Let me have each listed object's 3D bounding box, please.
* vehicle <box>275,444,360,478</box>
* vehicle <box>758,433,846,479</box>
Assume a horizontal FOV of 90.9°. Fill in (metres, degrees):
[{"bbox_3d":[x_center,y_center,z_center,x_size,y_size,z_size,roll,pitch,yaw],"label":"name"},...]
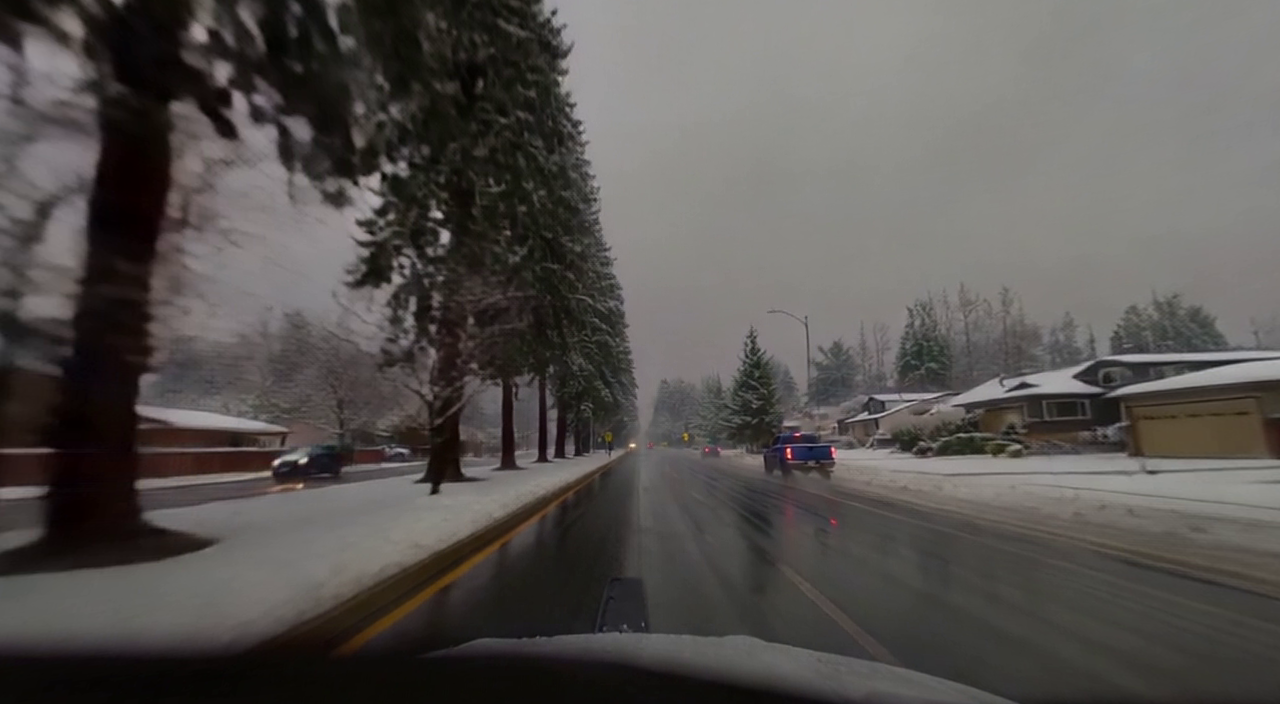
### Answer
[{"bbox_3d":[-17.242,5.823,33.991,2.045,1.696,4.760,0,-8,0],"label":"vehicle"},{"bbox_3d":[6.785,4.429,27.220,2.262,1.769,5.666,0,-8,0],"label":"vehicle"}]
